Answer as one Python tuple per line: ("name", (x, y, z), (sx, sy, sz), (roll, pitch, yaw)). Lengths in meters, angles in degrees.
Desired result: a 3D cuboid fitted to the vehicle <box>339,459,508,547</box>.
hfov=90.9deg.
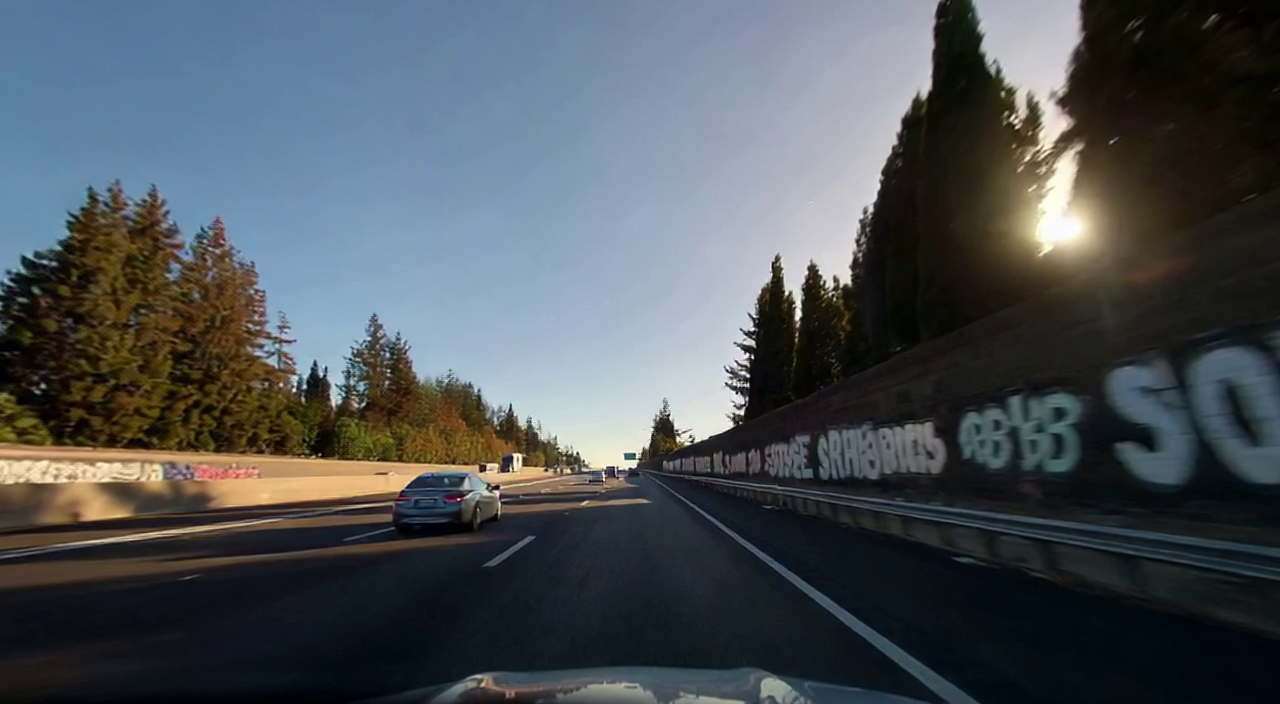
("vehicle", (-4.033, 2.887, 12.520), (1.941, 1.437, 3.829), (1, -10, 1))
